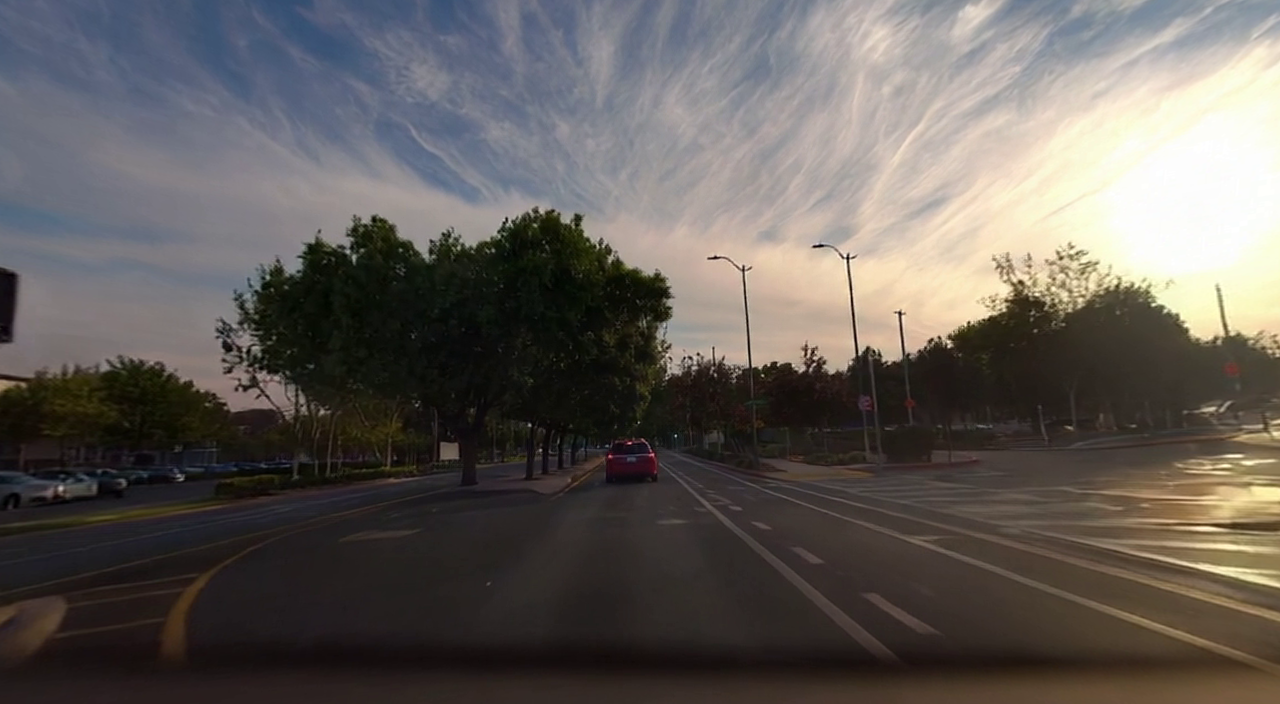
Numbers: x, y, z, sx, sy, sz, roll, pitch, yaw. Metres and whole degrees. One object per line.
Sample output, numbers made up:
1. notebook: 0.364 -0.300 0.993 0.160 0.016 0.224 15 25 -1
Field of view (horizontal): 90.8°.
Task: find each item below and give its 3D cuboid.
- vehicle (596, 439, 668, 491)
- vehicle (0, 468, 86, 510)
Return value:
1. vehicle: -0.240 3.801 21.705 2.221 1.570 4.398 0 -8 0
2. vehicle: -23.127 5.078 23.443 3.376 1.383 1.795 0 -8 -2
